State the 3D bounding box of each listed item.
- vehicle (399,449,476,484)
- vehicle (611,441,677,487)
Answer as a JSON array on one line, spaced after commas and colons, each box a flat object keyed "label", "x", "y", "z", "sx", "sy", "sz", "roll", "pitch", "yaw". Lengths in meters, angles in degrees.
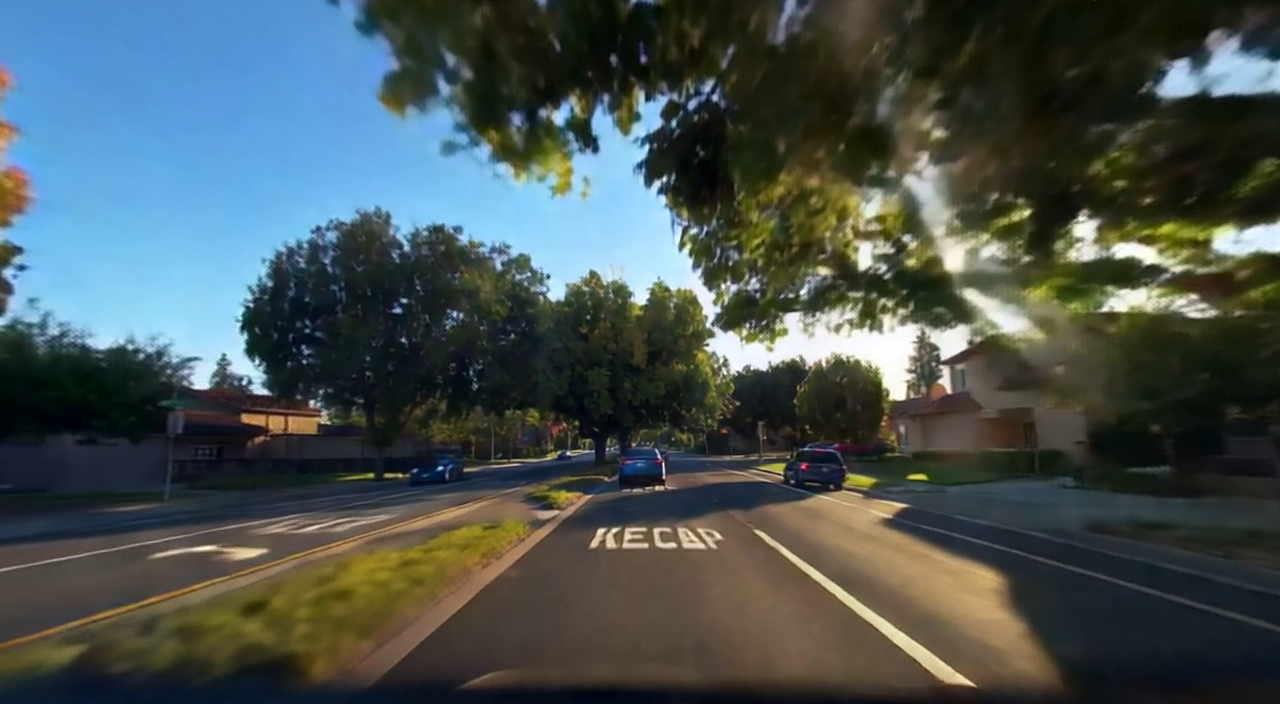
[{"label": "vehicle", "x": -9.386, "y": 5.303, "z": 29.645, "sx": 2.030, "sy": 1.468, "sz": 4.469, "roll": -1, "pitch": -9, "yaw": 1}, {"label": "vehicle", "x": 0.140, "y": 4.048, "z": 23.159, "sx": 2.158, "sy": 1.469, "sz": 4.909, "roll": 0, "pitch": -8, "yaw": 0}]
